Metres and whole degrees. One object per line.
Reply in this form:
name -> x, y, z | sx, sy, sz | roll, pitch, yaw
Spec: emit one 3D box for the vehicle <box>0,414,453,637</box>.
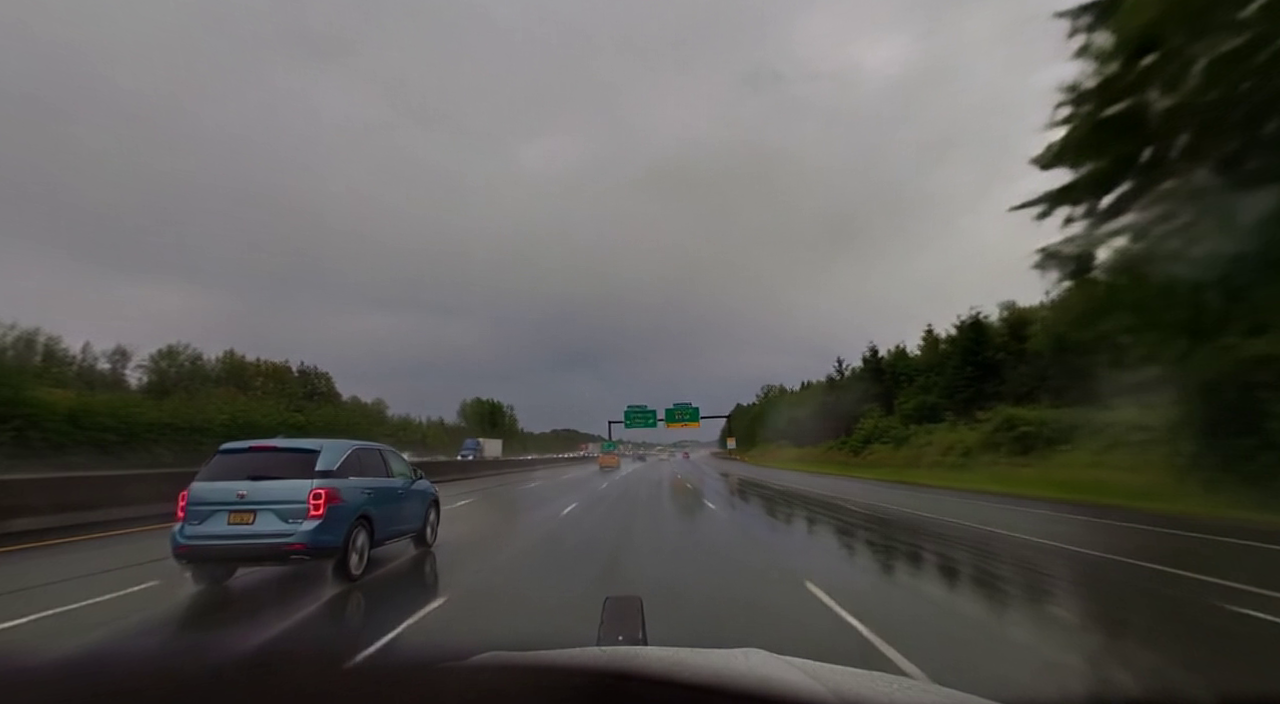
vehicle -> -3.698, 1.594, 6.786 | 2.016, 1.623, 4.126 | 0, -9, 1
